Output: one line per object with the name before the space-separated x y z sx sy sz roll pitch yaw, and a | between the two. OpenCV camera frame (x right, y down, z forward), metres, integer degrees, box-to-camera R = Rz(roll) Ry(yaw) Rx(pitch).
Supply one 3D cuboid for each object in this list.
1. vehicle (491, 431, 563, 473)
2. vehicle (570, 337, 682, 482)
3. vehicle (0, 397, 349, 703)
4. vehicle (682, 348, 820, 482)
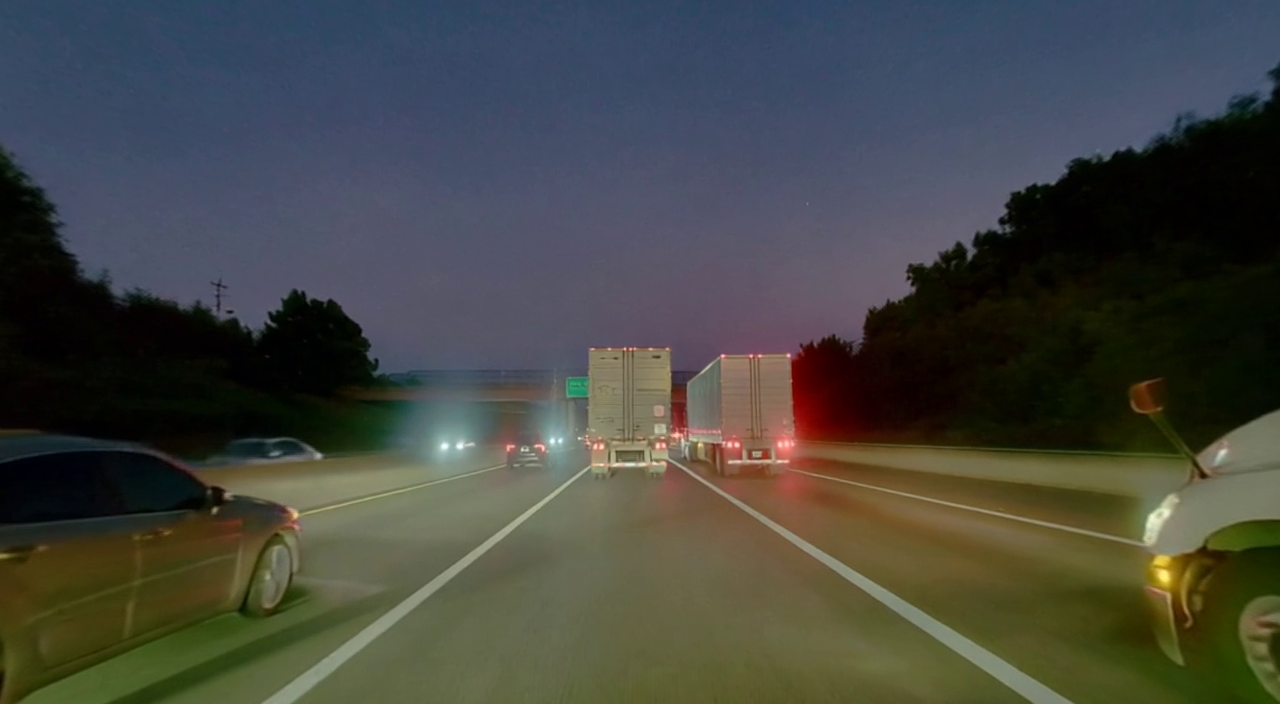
vehicle | -4.230 3.789 24.128 2.049 1.483 3.786 0 -8 0
vehicle | -0.552 2.307 23.053 3.090 4.065 10.702 0 -8 -2
vehicle | -3.505 0.998 3.139 1.894 1.460 4.662 0 -8 0
vehicle | 3.616 2.576 24.109 2.817 3.886 11.491 0 -8 -2
